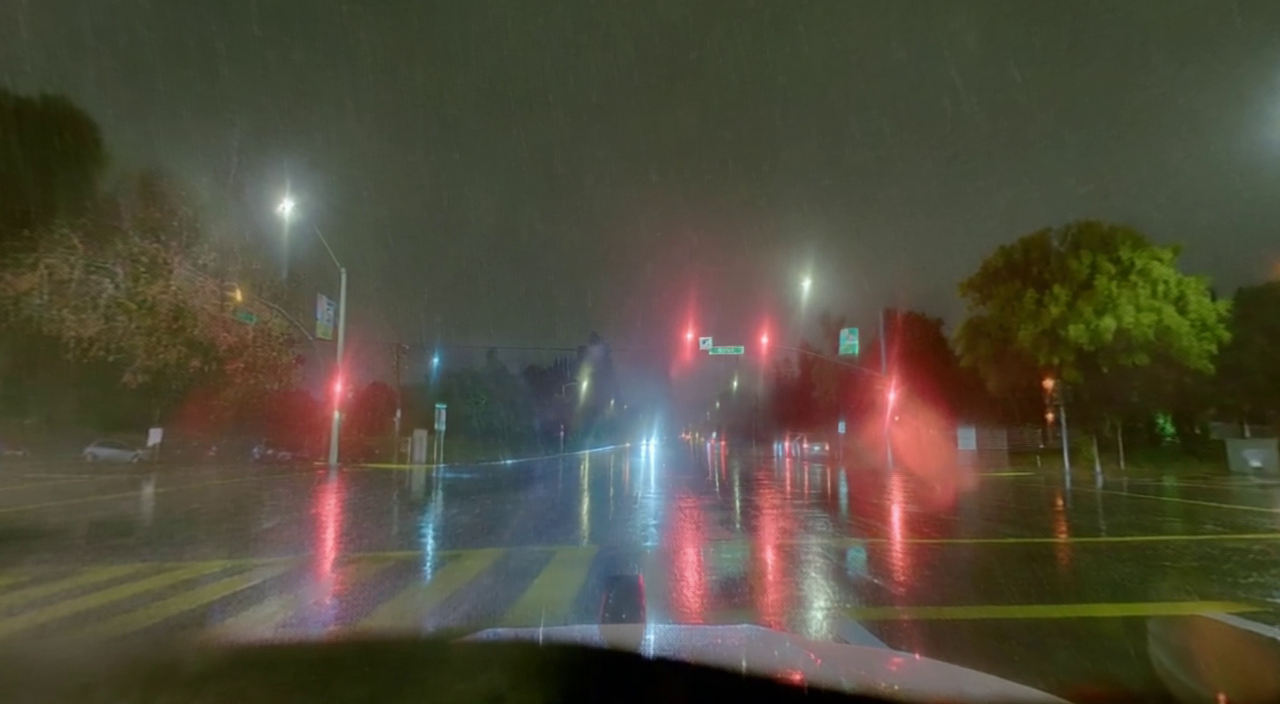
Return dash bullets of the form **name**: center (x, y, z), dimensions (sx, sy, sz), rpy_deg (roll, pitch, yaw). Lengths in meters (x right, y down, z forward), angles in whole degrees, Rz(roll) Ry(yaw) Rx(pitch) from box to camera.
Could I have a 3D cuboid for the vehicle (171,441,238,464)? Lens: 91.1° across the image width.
- **vehicle**: center (-29.099, 6.707, 42.094), dimensions (1.696, 1.431, 3.686), rpy_deg (-1, -8, 3)
